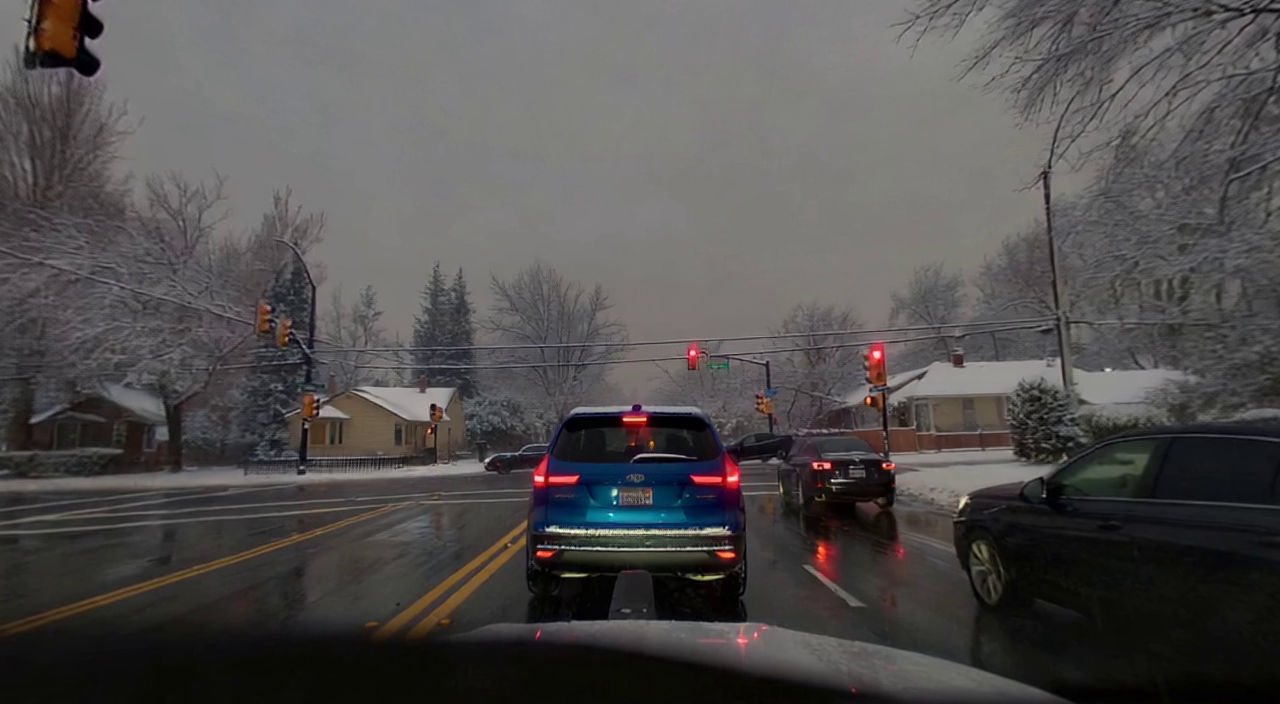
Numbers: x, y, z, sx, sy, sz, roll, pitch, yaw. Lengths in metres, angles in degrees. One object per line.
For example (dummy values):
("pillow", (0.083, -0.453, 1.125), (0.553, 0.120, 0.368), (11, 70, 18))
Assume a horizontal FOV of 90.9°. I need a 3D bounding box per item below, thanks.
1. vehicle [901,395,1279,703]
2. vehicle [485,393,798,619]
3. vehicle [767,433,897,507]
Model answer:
("vehicle", (3.654, 1.157, 4.000), (2.077, 1.527, 4.755), (0, -8, 2))
("vehicle", (0.045, 1.469, 6.947), (2.322, 1.667, 4.367), (0, -8, 1))
("vehicle", (4.407, 2.757, 15.192), (1.934, 1.506, 4.282), (-1, -8, 2))
